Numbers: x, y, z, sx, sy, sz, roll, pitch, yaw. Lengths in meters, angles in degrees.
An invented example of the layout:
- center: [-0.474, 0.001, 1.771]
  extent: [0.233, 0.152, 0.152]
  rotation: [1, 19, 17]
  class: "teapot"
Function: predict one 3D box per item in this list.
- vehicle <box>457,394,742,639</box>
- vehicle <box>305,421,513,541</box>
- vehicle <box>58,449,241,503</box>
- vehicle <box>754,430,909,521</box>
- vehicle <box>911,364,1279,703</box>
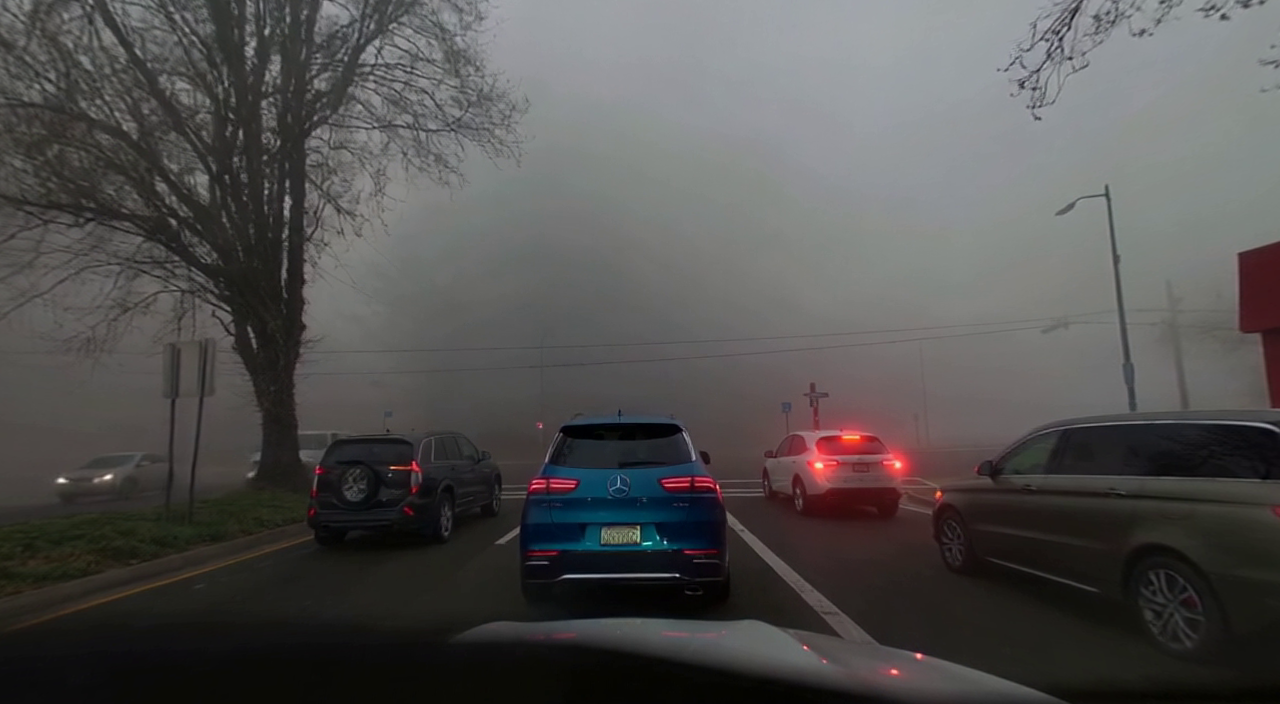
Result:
- center: [-0.165, 1.462, 6.587]
  extent: [2.022, 1.700, 4.084]
  rotation: [-1, -8, 4]
  class: "vehicle"
- center: [-3.770, 2.178, 11.299]
  extent: [2.012, 1.701, 4.316]
  rotation: [0, -8, 1]
  class: "vehicle"
- center: [-15.820, 3.976, 20.789]
  extent: [2.057, 1.540, 4.884]
  rotation: [0, -8, 1]
  class: "vehicle"
- center: [3.656, 2.422, 12.871]
  extent: [1.847, 1.554, 3.885]
  rotation: [0, -8, -1]
  class: "vehicle"
- center: [4.141, 1.248, 5.232]
  extent: [2.014, 1.740, 4.515]
  rotation: [0, -8, 4]
  class: "vehicle"
